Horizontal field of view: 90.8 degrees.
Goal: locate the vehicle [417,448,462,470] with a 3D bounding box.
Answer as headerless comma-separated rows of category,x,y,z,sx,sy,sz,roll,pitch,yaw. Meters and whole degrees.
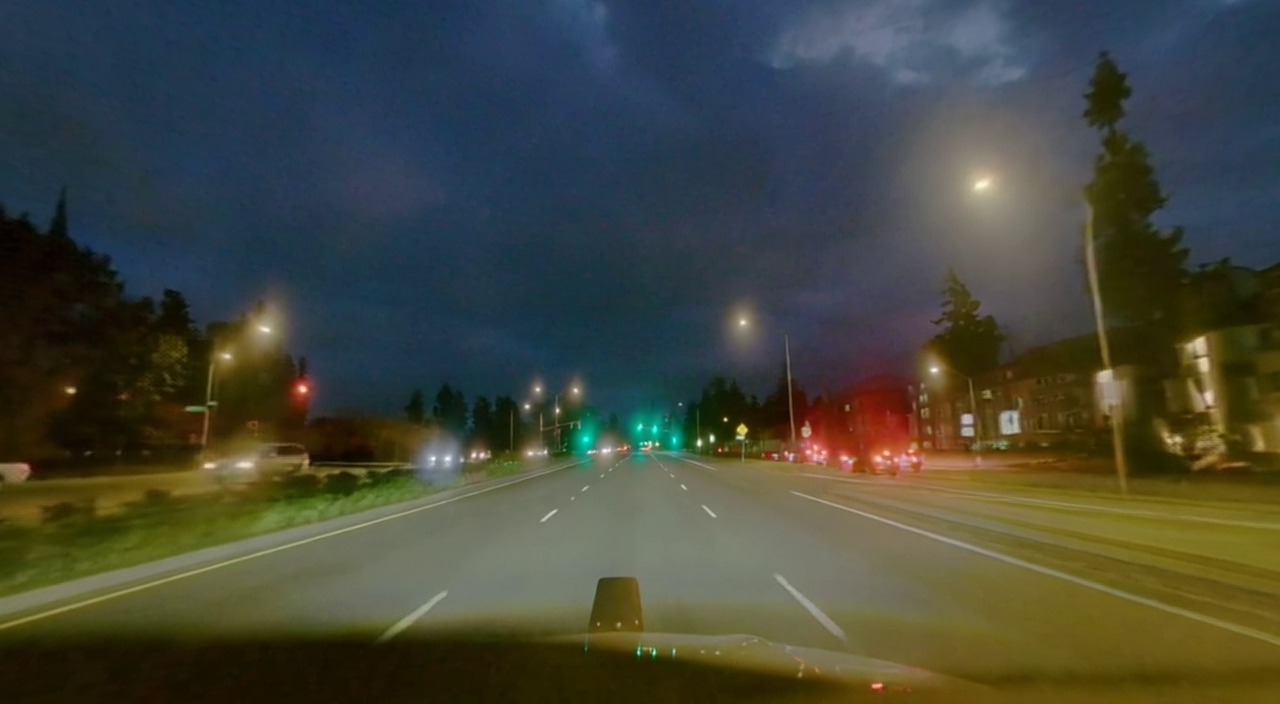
vehicle,-14.768,7.922,46.825,1.929,1.506,4.125,0,-9,1

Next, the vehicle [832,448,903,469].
vehicle,16.124,7.539,45.037,1.826,1.420,4.533,5,-10,-31

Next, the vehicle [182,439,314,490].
vehicle,-15.077,4.337,24.714,1.999,1.773,4.851,0,-9,1
